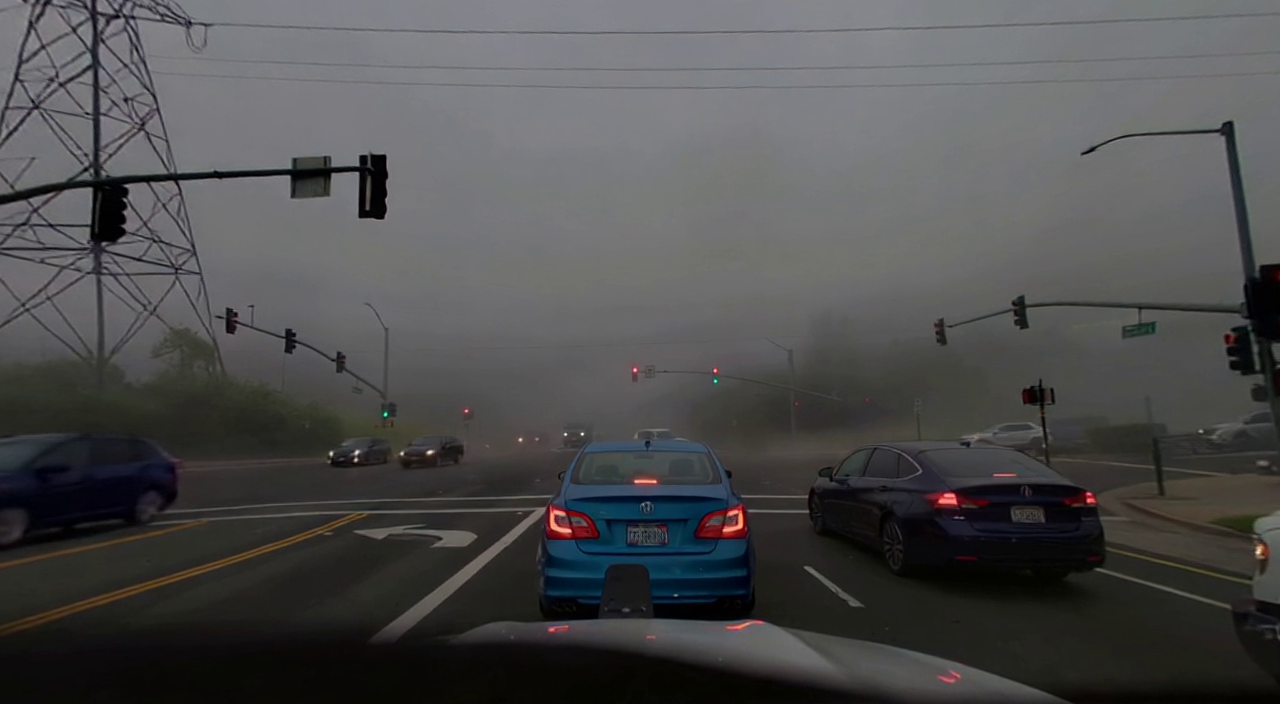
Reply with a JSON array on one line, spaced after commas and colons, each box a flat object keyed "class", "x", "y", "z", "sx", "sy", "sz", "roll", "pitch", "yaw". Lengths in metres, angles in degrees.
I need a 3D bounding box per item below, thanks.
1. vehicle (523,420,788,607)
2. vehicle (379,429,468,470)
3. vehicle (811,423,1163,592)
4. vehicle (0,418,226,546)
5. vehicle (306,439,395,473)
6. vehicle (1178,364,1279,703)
[{"class": "vehicle", "x": 0.113, "y": 1.600, "z": 7.134, "sx": 2.117, "sy": 1.474, "sz": 4.036, "roll": 0, "pitch": -8, "yaw": 0}, {"class": "vehicle", "x": -10.012, "y": 4.577, "z": 29.641, "sx": 2.239, "sy": 1.719, "sz": 4.948, "roll": -1, "pitch": -8, "yaw": 3}, {"class": "vehicle", "x": 3.654, "y": 1.687, "z": 7.727, "sx": 1.835, "sy": 1.473, "sz": 4.190, "roll": 0, "pitch": -8, "yaw": -2}, {"class": "vehicle", "x": -10.245, "y": 2.161, "z": 10.951, "sx": 2.161, "sy": 1.818, "sz": 5.672, "roll": 0, "pitch": -8, "yaw": 1}, {"class": "vehicle", "x": -13.764, "y": 4.956, "z": 30.308, "sx": 1.982, "sy": 1.469, "sz": 4.583, "roll": -1, "pitch": -8, "yaw": 2}, {"class": "vehicle", "x": 3.409, "y": 0.592, "z": 0.632, "sx": 1.926, "sy": 1.614, "sz": 4.330, "roll": 0, "pitch": -8, "yaw": 1}]
